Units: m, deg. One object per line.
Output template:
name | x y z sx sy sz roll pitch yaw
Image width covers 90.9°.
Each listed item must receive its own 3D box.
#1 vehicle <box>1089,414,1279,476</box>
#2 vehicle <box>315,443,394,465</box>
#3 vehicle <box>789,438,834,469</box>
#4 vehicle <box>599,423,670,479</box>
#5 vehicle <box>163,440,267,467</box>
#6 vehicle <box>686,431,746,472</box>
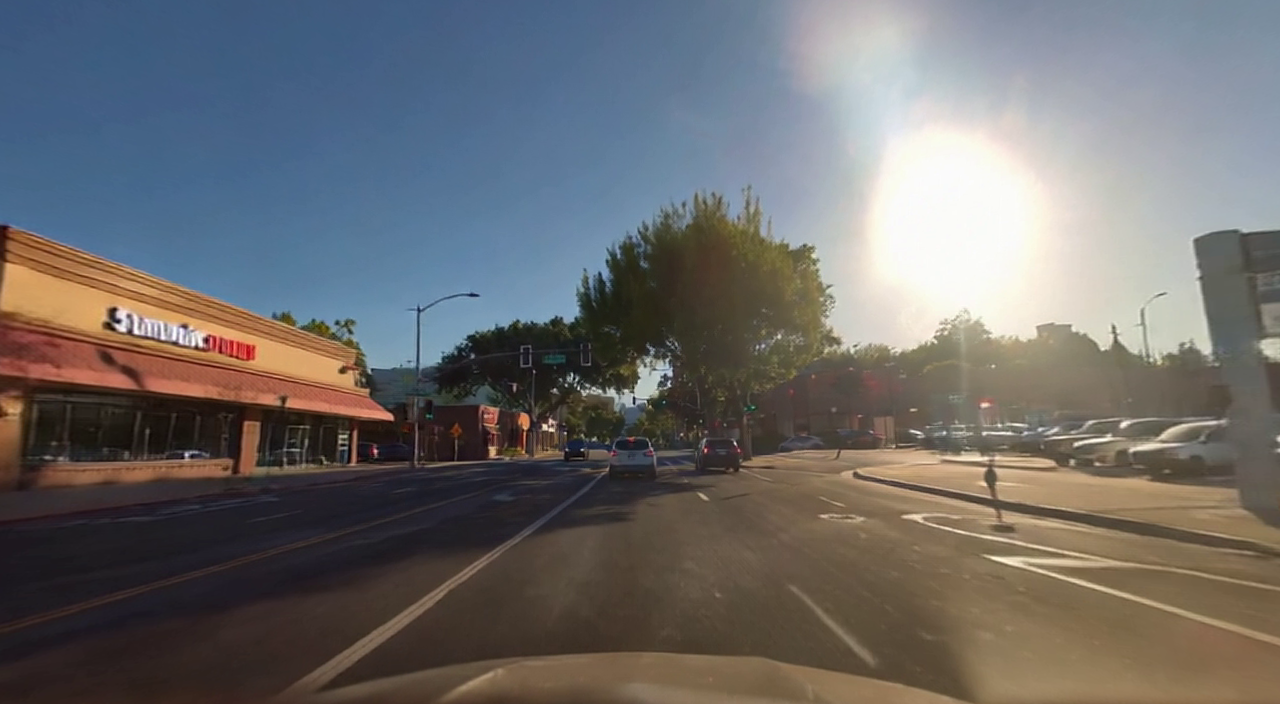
vehicle | 15.739 2.682 18.015 4.164 1.562 1.978 -2 -10 1
vehicle | -21.034 7.532 46.616 4.839 1.604 2.058 -1 -8 3
vehicle | 8.823 5.129 32.133 2.002 1.427 4.436 -3 -9 17
vehicle | -0.189 4.072 26.161 2.638 2.065 5.313 0 -8 0
vehicle | -31.484 7.539 46.822 5.964 1.893 2.363 0 -8 1
vehicle | 3.553 4.785 30.476 2.276 1.787 4.630 0 -8 -1
